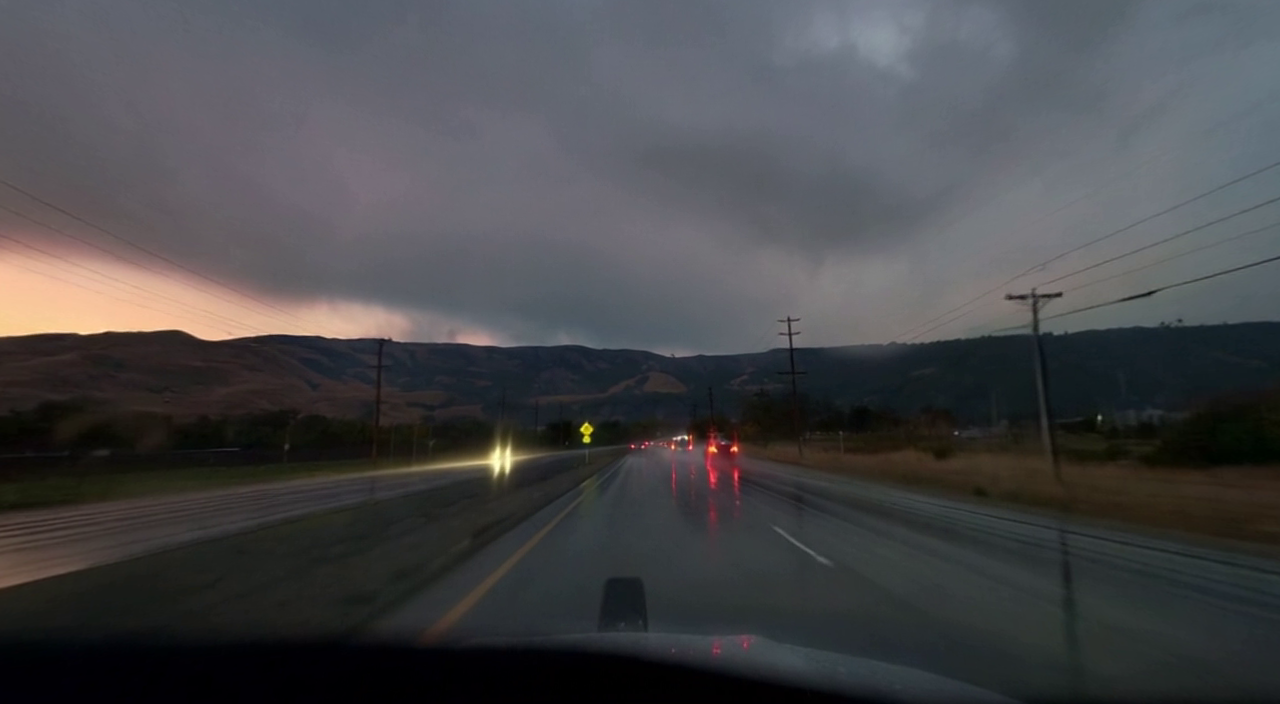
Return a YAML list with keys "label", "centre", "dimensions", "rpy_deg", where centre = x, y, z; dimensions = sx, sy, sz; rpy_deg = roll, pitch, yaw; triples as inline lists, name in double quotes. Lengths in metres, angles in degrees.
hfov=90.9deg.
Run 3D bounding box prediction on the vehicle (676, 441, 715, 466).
- label: "vehicle"
  centre: [3.561, 6.591, 41.302]
  dimensions: [2.148, 1.538, 4.430]
  rpy_deg: [0, -8, 0]
